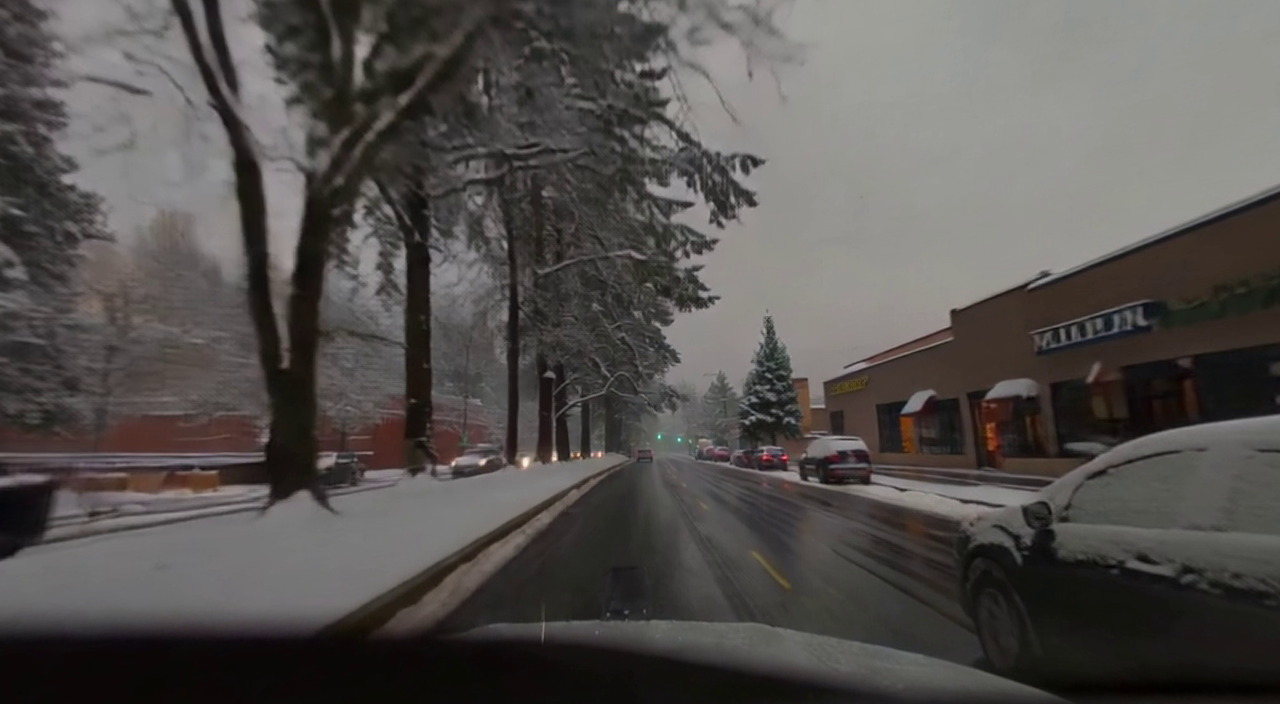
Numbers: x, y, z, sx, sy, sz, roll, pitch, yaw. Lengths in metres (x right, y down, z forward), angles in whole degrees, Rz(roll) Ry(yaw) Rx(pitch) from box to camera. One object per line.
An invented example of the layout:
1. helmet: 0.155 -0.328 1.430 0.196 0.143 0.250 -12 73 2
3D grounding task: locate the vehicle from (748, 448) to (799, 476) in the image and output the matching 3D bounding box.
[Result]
1. vehicle: 7.576 6.268 36.216 1.874 1.438 4.466 0 -9 -1

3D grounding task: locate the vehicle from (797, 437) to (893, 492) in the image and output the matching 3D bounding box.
1. vehicle: 7.496 4.136 23.560 2.050 1.838 4.535 0 -9 0

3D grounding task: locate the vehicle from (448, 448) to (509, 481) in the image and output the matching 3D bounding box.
1. vehicle: -8.240 5.756 32.533 1.904 1.537 4.618 0 -9 0

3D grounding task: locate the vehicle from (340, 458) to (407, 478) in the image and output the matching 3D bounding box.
1. vehicle: -20.484 8.904 48.562 4.336 1.441 1.813 -1 -9 5

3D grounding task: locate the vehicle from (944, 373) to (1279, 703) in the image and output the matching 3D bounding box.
1. vehicle: 2.835 0.804 1.726 1.989 1.498 4.050 0 -9 0

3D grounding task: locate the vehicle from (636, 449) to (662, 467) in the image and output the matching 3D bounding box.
1. vehicle: 0.667 8.236 49.245 1.945 1.343 3.827 0 -9 0

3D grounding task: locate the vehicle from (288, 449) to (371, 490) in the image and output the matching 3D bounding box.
1. vehicle: -15.877 6.012 32.554 1.972 1.898 4.556 0 -9 0
